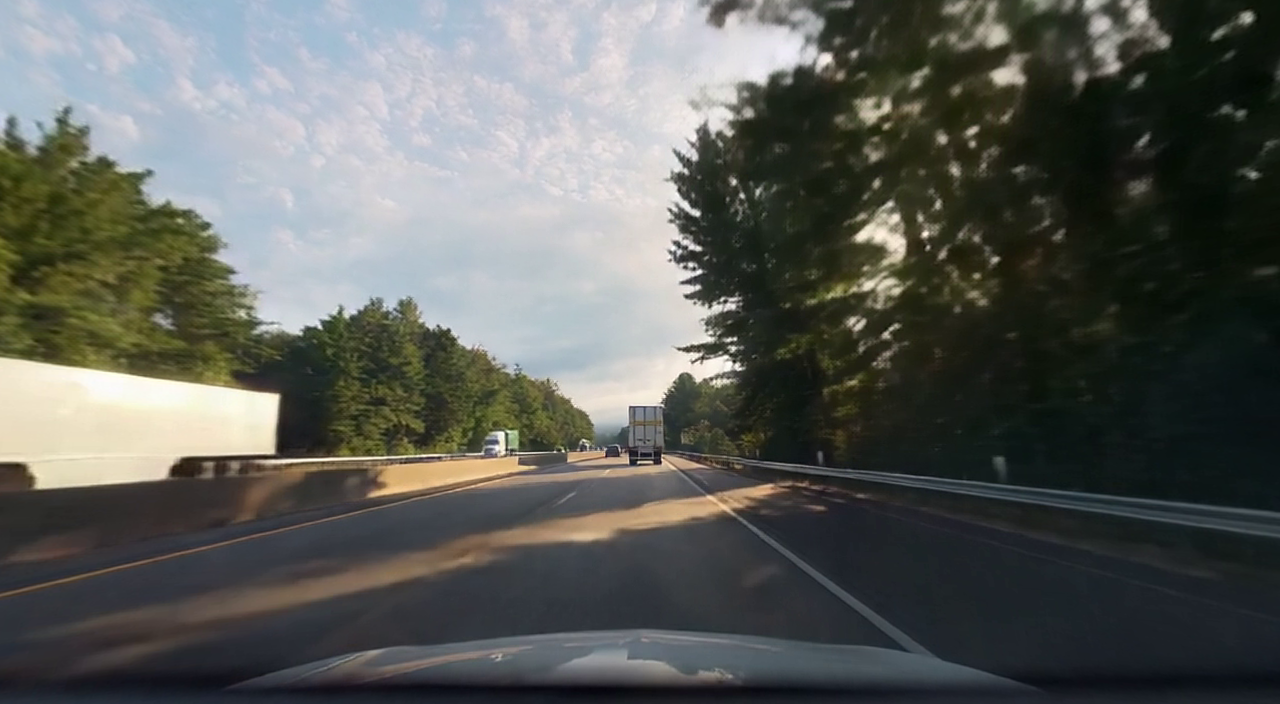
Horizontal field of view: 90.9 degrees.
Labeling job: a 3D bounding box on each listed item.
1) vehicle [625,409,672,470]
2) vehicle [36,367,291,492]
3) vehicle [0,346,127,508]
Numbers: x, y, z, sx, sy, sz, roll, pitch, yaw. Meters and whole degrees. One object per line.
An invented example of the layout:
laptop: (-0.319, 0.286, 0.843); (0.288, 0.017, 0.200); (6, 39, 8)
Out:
vehicle: (0.491, 6.526, 46.499); (3.024, 3.965, 10.399); (0, -9, -1)
vehicle: (-16.810, 2.974, 23.365); (2.876, 3.780, 8.158); (0, -9, 0)
vehicle: (-16.836, 1.555, 13.590); (2.927, 3.858, 10.028); (0, -9, 0)
